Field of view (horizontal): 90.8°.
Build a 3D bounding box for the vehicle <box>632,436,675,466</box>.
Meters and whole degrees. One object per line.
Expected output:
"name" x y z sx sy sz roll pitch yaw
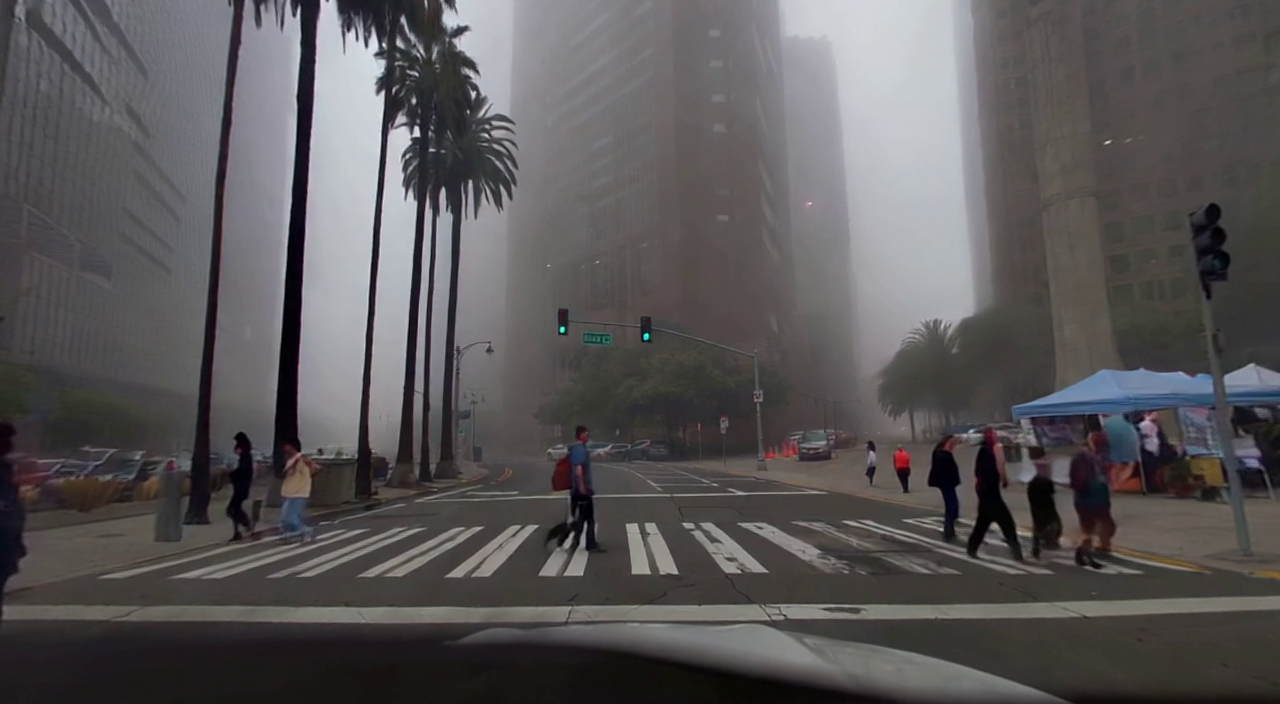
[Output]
"vehicle" 0.919 7.289 46.657 2.322 2.071 5.366 1 -9 -9
